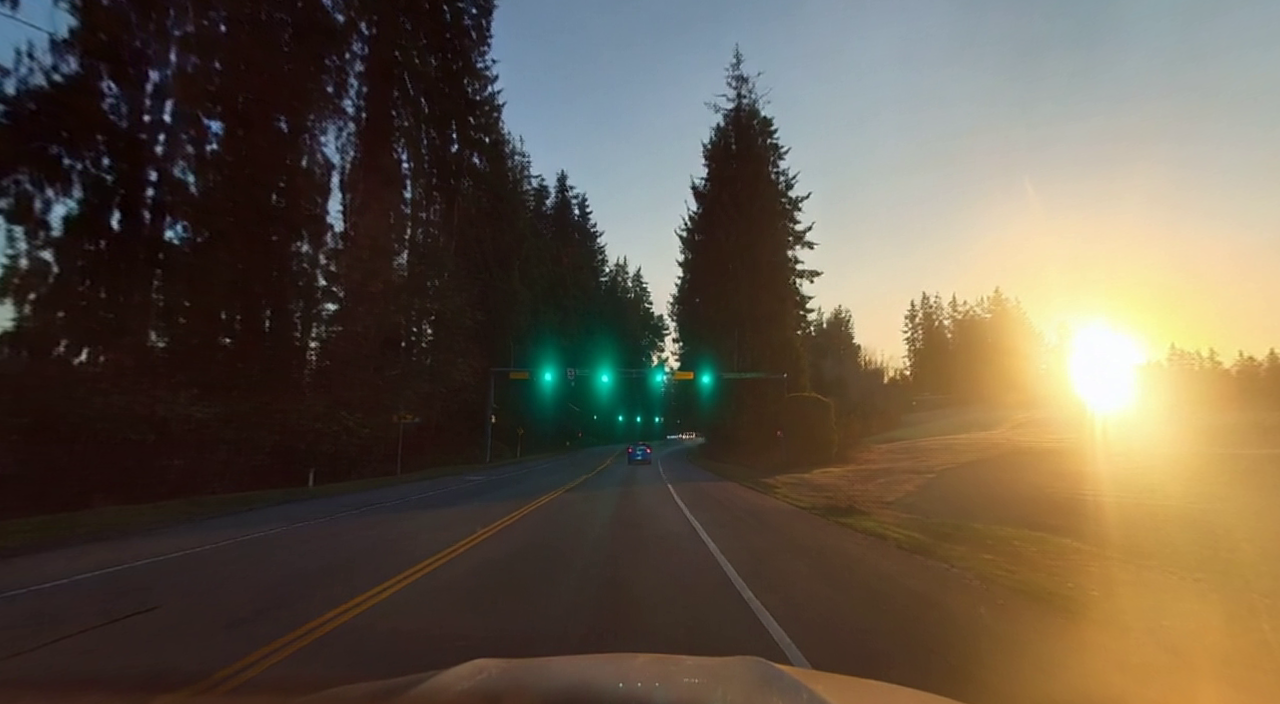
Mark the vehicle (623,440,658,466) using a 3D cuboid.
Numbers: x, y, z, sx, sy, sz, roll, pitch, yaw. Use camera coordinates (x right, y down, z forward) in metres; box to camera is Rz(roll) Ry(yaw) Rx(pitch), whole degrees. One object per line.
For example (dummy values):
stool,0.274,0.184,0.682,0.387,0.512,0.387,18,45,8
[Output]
vehicle,0.033,6.287,39.483,2.042,1.489,3.963,0,-8,0
